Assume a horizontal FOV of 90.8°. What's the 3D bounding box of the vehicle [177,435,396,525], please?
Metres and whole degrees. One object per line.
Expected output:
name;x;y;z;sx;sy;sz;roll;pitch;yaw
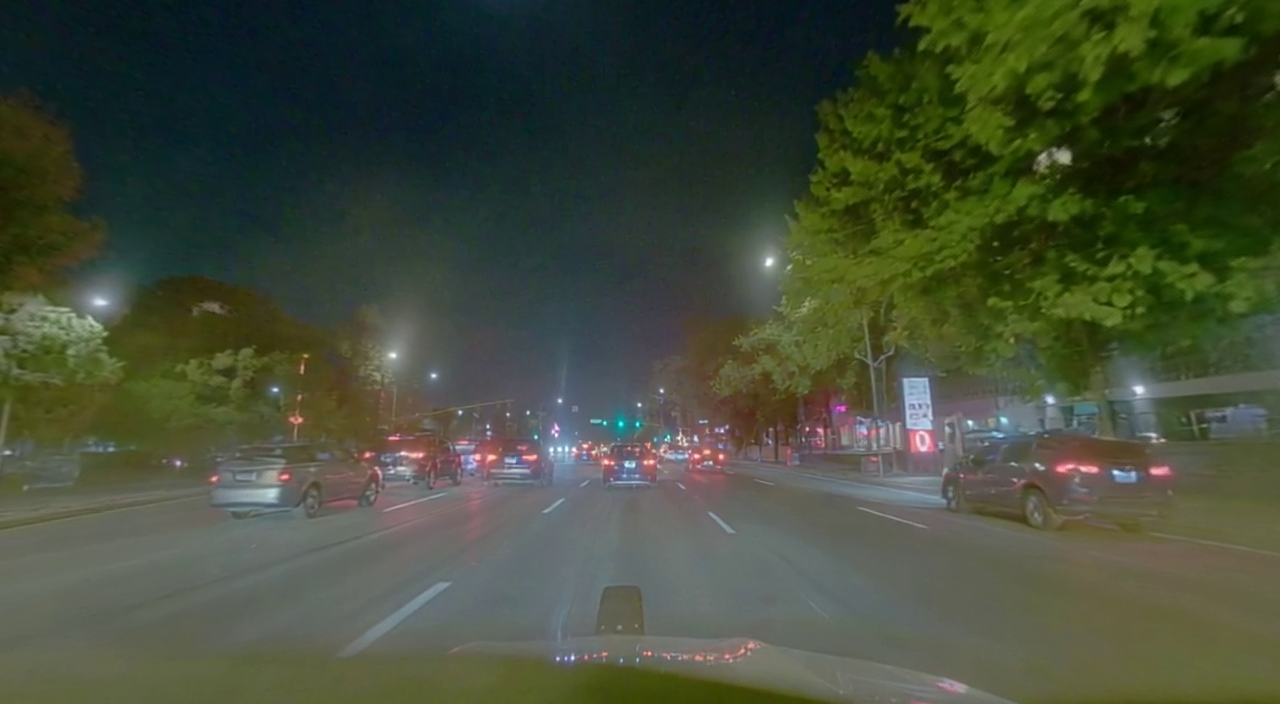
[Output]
vehicle;-6.858;2.510;13.001;1.877;1.493;4.624;0;-9;-1

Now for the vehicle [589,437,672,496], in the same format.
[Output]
vehicle;-0.259;3.281;18.477;2.161;1.501;4.184;0;-9;0

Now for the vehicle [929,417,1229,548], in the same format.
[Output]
vehicle;6.670;2.009;10.334;1.889;1.681;4.120;0;-9;0

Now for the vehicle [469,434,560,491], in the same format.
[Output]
vehicle;-3.870;3.499;20.328;2.009;1.619;4.376;0;-9;1

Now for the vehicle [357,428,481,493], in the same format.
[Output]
vehicle;-6.787;3.415;20.225;1.864;1.737;5.689;-1;-9;1

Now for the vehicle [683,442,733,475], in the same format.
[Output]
vehicle;3.257;5.208;31.043;1.905;1.473;4.183;0;-9;-2
